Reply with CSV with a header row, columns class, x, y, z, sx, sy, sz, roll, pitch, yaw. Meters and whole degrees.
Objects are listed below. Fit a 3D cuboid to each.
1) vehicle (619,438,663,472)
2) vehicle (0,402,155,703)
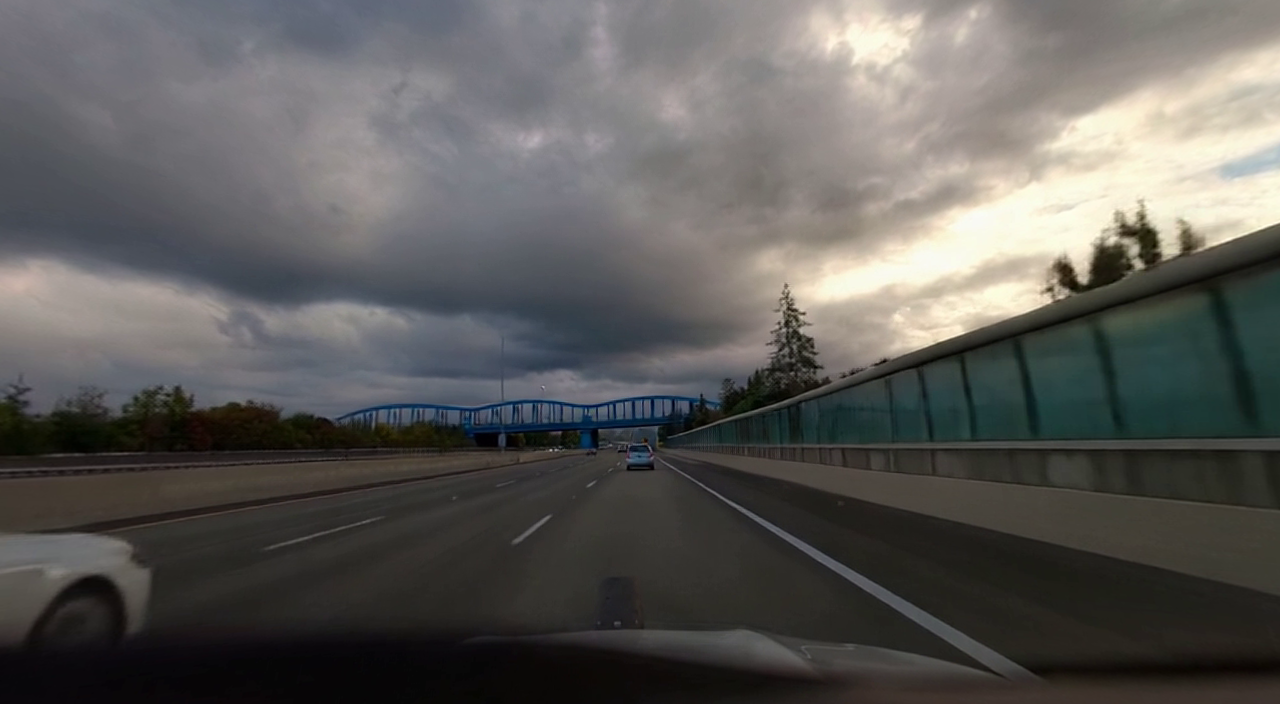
class,x,y,z,sx,sy,sz,roll,pitch,yaw
vehicle,0.018,5.704,34.996,2.299,1.716,4.579,0,-9,-1
vehicle,-3.415,0.676,0.560,2.095,1.498,4.854,0,-9,0
